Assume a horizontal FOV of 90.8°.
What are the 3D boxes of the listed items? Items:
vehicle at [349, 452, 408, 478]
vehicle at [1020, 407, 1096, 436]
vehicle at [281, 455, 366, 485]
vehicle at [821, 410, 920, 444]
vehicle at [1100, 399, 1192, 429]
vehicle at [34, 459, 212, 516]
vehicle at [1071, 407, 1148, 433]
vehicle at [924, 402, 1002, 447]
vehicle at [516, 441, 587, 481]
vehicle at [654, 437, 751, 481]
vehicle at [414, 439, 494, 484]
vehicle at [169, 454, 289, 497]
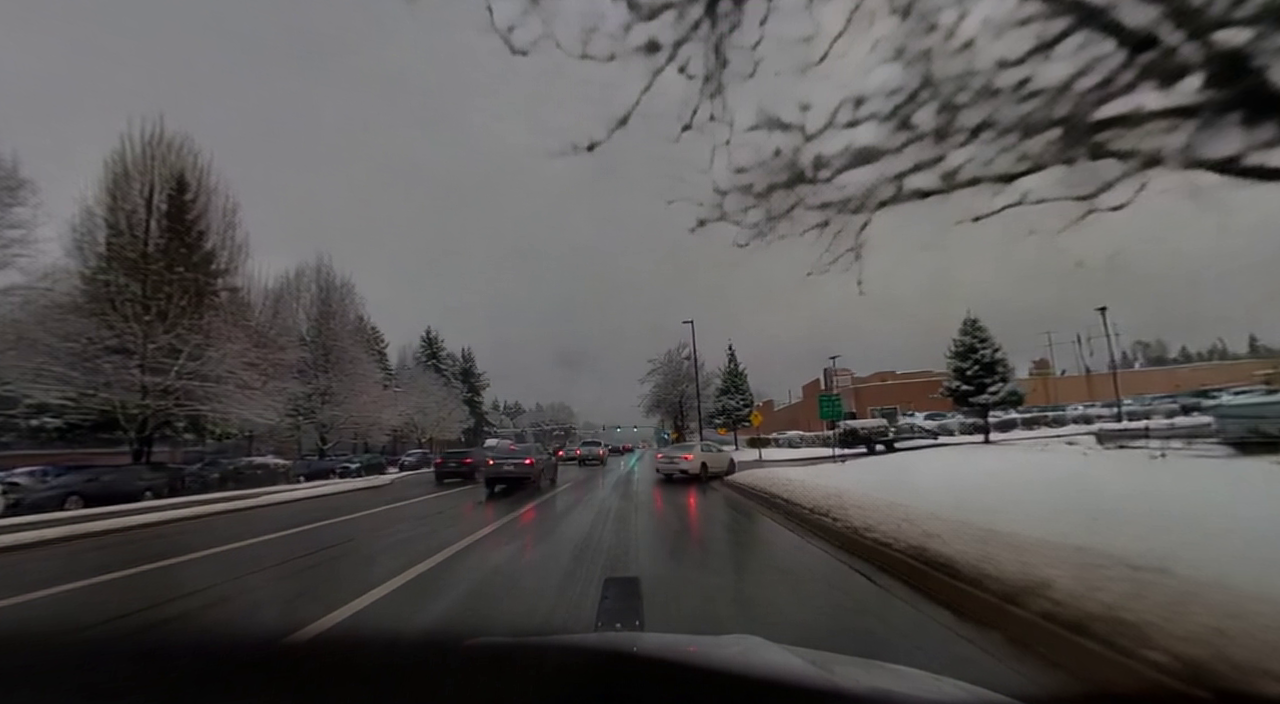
[{"bbox_3d":[-16.632,7.201,40.413,1.849,1.472,4.441,0,-8,0],"label":"vehicle"},{"bbox_3d":[27.232,4.606,41.392,1.992,1.498,4.667,-5,-9,4],"label":"vehicle"},{"bbox_3d":[-16.844,6.278,33.933,1.981,1.431,4.862,0,-8,1],"label":"vehicle"},{"bbox_3d":[14.025,4.631,38.703,5.161,1.993,2.293,0,-9,2],"label":"vehicle"},{"bbox_3d":[32.675,4.089,41.000,2.137,1.697,4.811,-1,-8,3],"label":"vehicle"},{"bbox_3d":[-16.769,4.371,20.897,1.923,1.543,4.687,0,-8,0],"label":"vehicle"},{"bbox_3d":[30.162,4.402,40.760,1.985,1.485,4.071,-1,-8,3],"label":"vehicle"},{"bbox_3d":[17.130,3.923,33.303,2.569,2.081,6.193,-6,-10,35],"label":"vehicle"},{"bbox_3d":[-3.550,4.483,26.283,2.235,1.500,4.420,0,-8,1],"label":"vehicle"},{"bbox_3d":[2.522,4.090,24.415,2.208,1.513,4.504,-4,-9,26],"label":"vehicle"},{"bbox_3d":[-7.890,4.676,27.224,2.054,1.744,4.422,0,-8,1],"label":"vehicle"},{"bbox_3d":[-17.378,5.214,27.052,2.084,1.624,4.486,0,-8,0],"label":"vehicle"}]
